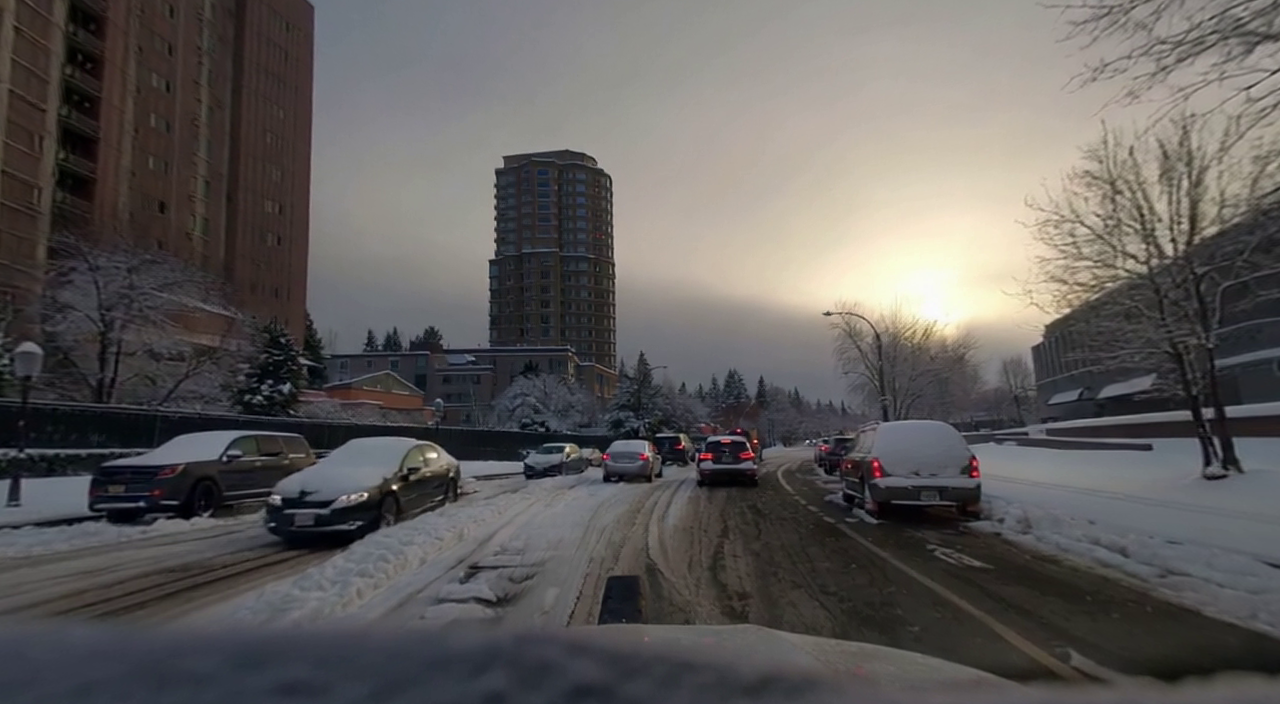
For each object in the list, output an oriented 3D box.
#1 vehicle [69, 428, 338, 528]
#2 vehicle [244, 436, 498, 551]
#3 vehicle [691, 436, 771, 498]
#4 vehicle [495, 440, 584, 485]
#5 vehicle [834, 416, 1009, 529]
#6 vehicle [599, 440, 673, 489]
[{"bbox_3d":[-9.469,2.737,14.425,2.070,1.854,4.985,-1,-8,9],"label":"vehicle"},{"bbox_3d":[-4.062,2.196,10.635,2.028,1.478,4.682,0,-8,3],"label":"vehicle"},{"bbox_3d":[2.623,3.199,17.971,1.982,1.510,4.144,-1,-8,9],"label":"vehicle"},{"bbox_3d":[-3.741,4.215,24.407,2.086,1.565,4.281,-1,-9,10],"label":"vehicle"},{"bbox_3d":[5.200,2.255,12.424,2.088,1.775,4.454,-2,-9,10],"label":"vehicle"},{"bbox_3d":[-0.032,3.676,20.966,2.031,1.461,3.763,-1,-8,6],"label":"vehicle"}]
